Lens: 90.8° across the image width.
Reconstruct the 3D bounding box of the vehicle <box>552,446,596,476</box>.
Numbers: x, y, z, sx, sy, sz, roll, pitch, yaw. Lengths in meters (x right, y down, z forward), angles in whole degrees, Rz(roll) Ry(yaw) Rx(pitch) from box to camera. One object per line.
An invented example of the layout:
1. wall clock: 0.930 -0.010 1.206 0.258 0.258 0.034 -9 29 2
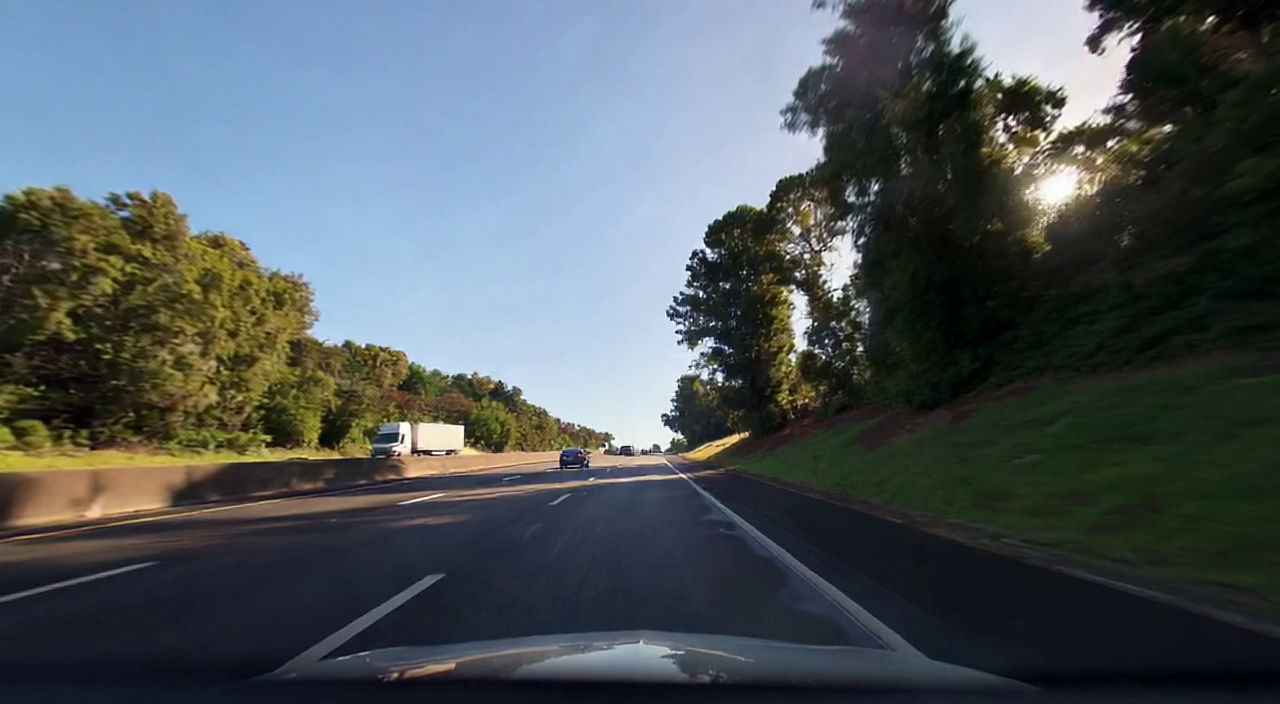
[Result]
1. vehicle: -3.444 5.788 33.715 1.858 1.459 4.091 0 -9 1
